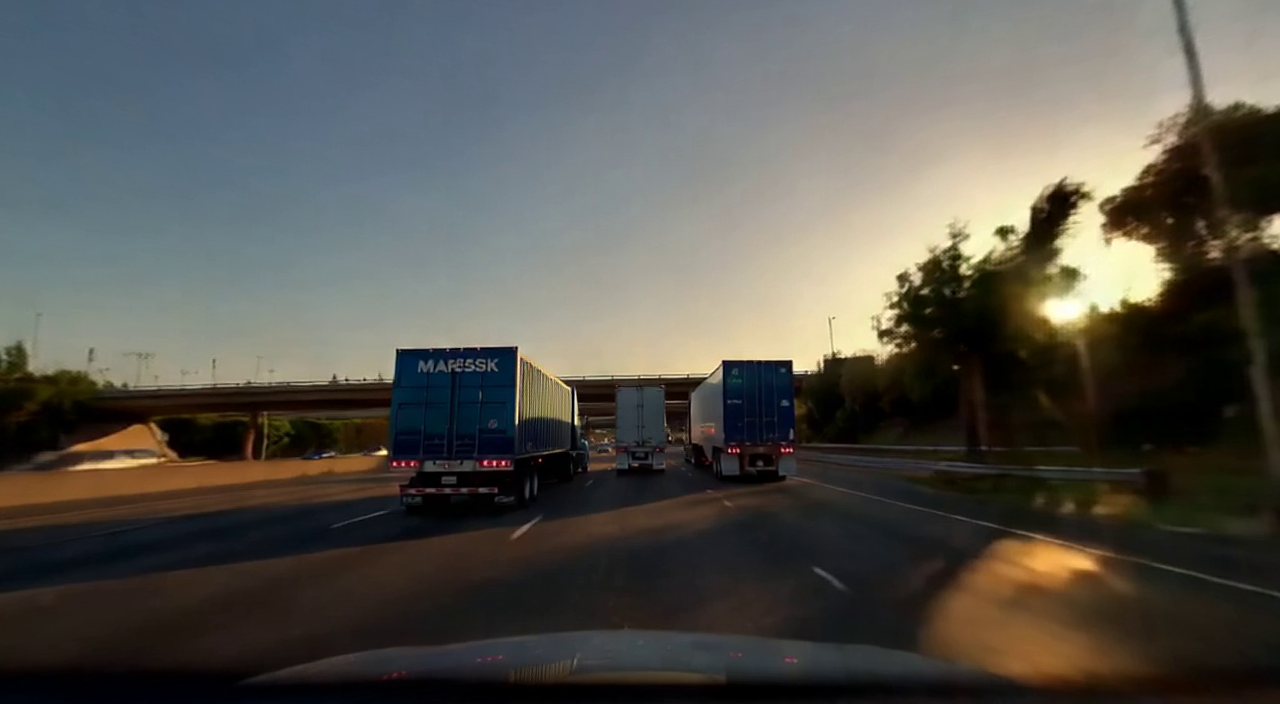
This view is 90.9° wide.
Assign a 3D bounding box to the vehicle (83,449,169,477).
[{"bbox_3d":[-31.512,6.775,38.820,1.956,1.542,3.837,-1,-8,1],"label":"vehicle"}]

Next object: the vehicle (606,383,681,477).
[{"bbox_3d":[0.288,4.564,35.311,3.097,3.856,18.209,-1,-8,1],"label":"vehicle"}]

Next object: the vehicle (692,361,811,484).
[{"bbox_3d":[4.369,3.428,28.761,2.887,4.178,14.553,0,-8,1],"label":"vehicle"}]

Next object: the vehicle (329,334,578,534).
[{"bbox_3d":[-3.543,2.099,15.786,2.786,3.228,11.082,0,-8,0],"label":"vehicle"}]

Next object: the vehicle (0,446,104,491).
[{"bbox_3d":[-20.537,3.936,21.584,1.460,1.357,3.230,-1,-8,1],"label":"vehicle"}]
